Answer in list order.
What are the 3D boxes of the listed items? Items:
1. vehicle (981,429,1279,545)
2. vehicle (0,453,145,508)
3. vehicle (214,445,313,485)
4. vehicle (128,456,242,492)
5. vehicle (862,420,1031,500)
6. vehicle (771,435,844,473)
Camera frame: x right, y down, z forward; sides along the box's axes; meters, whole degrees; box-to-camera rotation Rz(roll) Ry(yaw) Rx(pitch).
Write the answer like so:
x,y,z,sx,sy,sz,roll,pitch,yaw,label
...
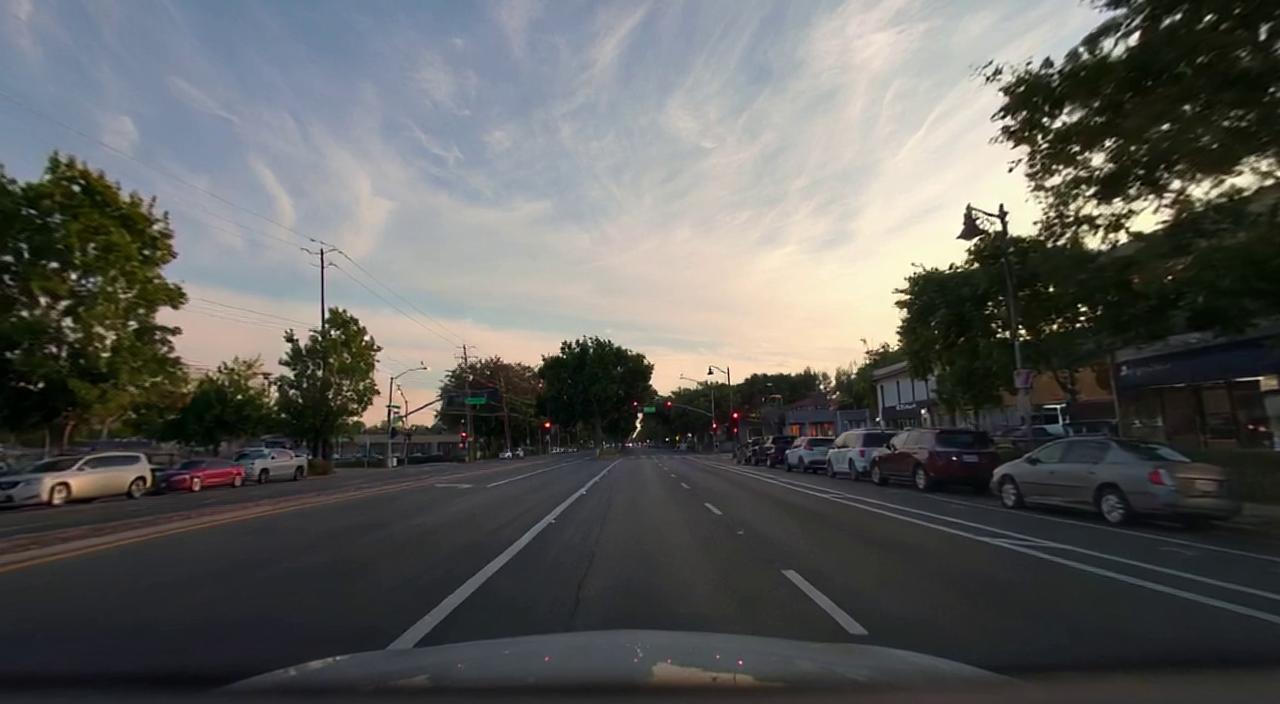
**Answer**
x,y,z,sx,sy,sz,roll,pitch,yaw,label
7.953,2.080,10.513,1.892,1.457,4.840,0,-9,1,vehicle
-22.323,4.833,24.225,2.322,1.781,5.374,-1,-9,0,vehicle
-22.346,6.692,37.906,2.328,1.929,6.055,-5,-9,-1,vehicle
-22.297,5.978,31.293,1.878,1.561,5.061,0,-9,0,vehicle
7.936,2.847,17.037,2.034,1.822,4.953,0,-9,0,vehicle
7.866,4.848,30.202,1.987,1.628,4.712,0,-9,-3,vehicle
